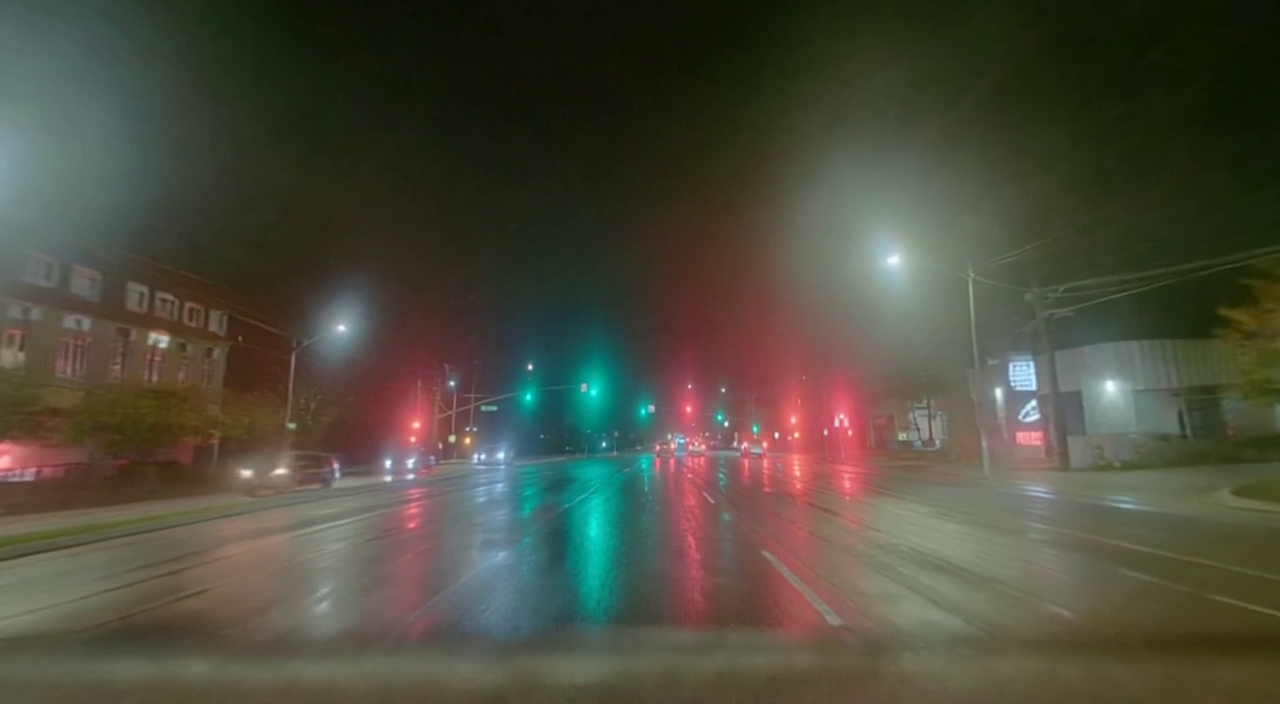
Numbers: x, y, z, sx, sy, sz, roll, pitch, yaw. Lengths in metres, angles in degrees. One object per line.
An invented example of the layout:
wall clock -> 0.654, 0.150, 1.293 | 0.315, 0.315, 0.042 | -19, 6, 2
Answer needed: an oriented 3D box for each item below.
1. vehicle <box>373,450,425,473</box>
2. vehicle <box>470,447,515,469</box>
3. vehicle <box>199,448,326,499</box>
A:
vehicle -> -17.554, 7.991, 46.181 | 1.939, 1.500, 4.547 | -1, -9, 1
vehicle -> -10.442, 7.515, 44.987 | 1.943, 1.463, 4.707 | -1, -9, 2
vehicle -> -13.943, 4.461, 23.683 | 1.940, 1.690, 4.447 | 0, -9, 1
